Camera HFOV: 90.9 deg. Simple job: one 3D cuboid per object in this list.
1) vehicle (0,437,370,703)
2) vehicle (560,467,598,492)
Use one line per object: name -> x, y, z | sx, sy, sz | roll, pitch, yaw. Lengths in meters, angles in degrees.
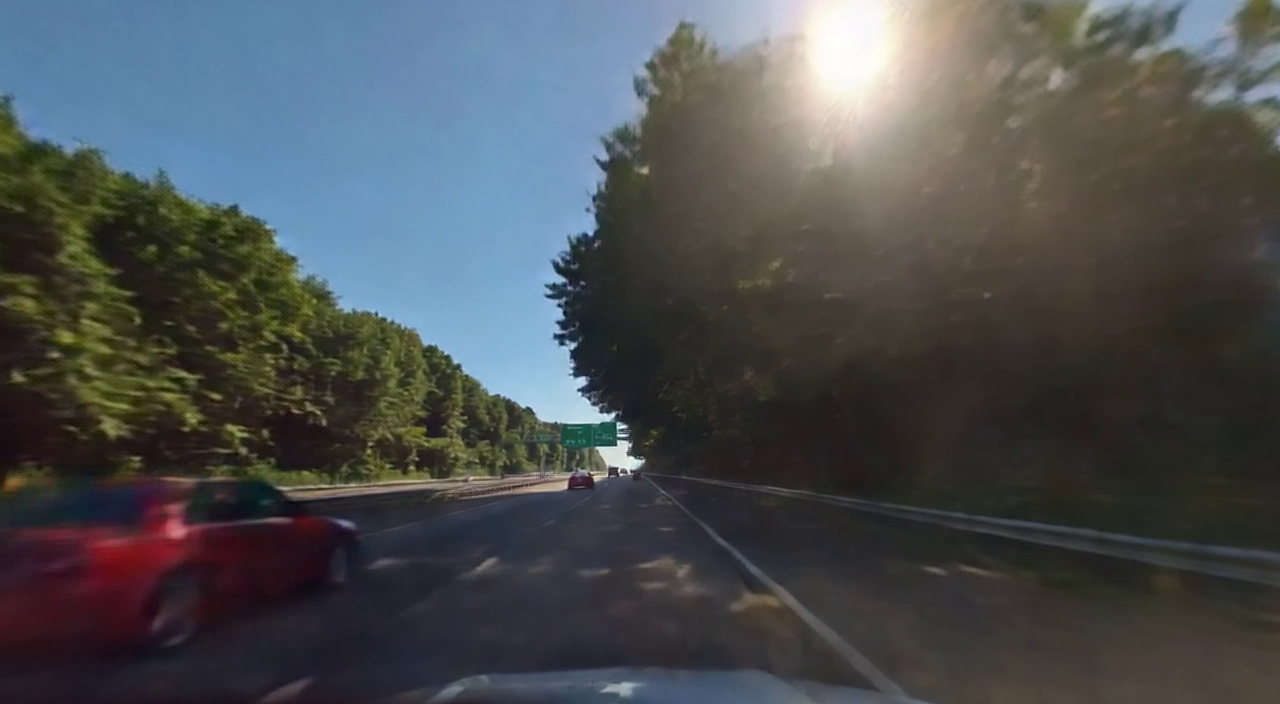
vehicle -> -4.042, 1.459, 4.703 | 1.995, 1.467, 4.467 | 1, -11, 1
vehicle -> -3.846, 8.130, 40.311 | 1.954, 1.509, 4.094 | 1, -11, 0
